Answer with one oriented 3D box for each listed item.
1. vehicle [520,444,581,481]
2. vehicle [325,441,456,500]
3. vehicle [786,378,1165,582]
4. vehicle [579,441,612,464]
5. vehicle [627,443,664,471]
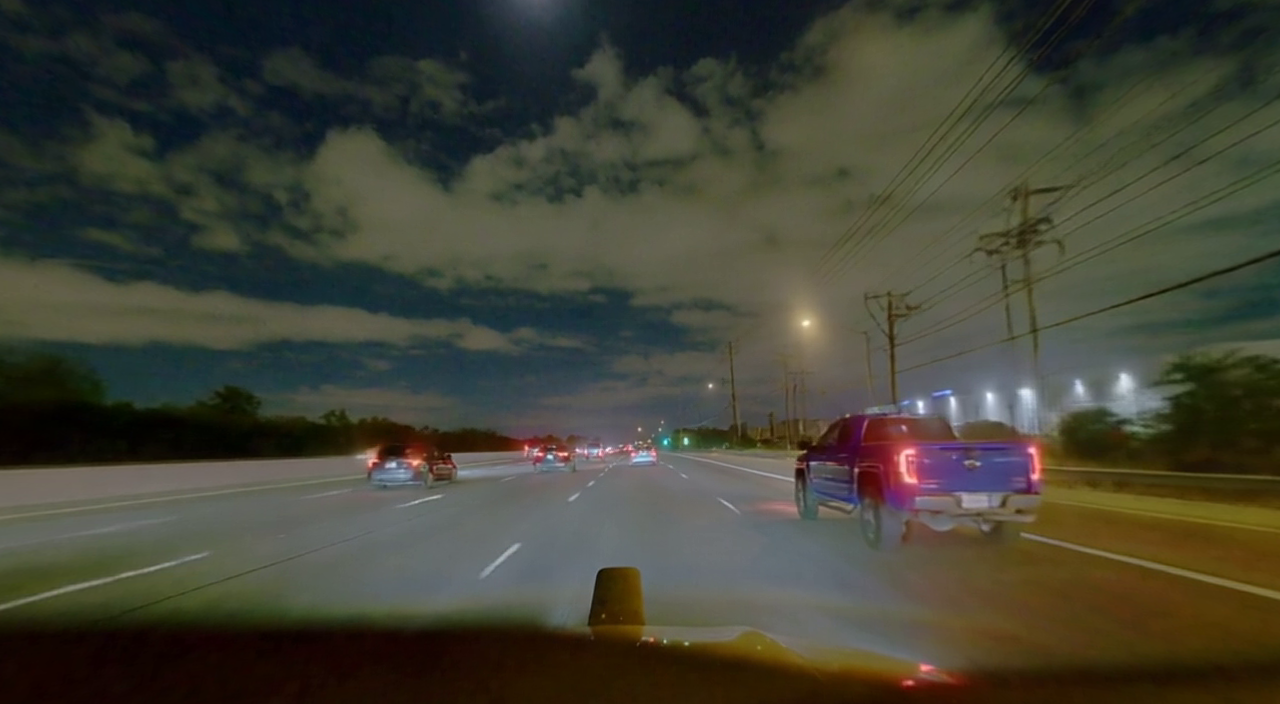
[{"bbox_3d":[-3.713,4.665,26.930,1.938,1.444,4.206,0,-8,0],"label":"vehicle"},{"bbox_3d":[-7.166,3.432,18.799,1.959,1.496,4.740,0,-8,0],"label":"vehicle"},{"bbox_3d":[3.779,1.583,8.599,2.231,1.919,5.086,0,-8,-1],"label":"vehicle"},{"bbox_3d":[-3.444,7.864,49.568,2.244,1.752,4.439,0,-8,0],"label":"vehicle"},{"bbox_3d":[0.296,5.994,36.216,2.030,1.471,4.115,0,-8,0],"label":"vehicle"}]
